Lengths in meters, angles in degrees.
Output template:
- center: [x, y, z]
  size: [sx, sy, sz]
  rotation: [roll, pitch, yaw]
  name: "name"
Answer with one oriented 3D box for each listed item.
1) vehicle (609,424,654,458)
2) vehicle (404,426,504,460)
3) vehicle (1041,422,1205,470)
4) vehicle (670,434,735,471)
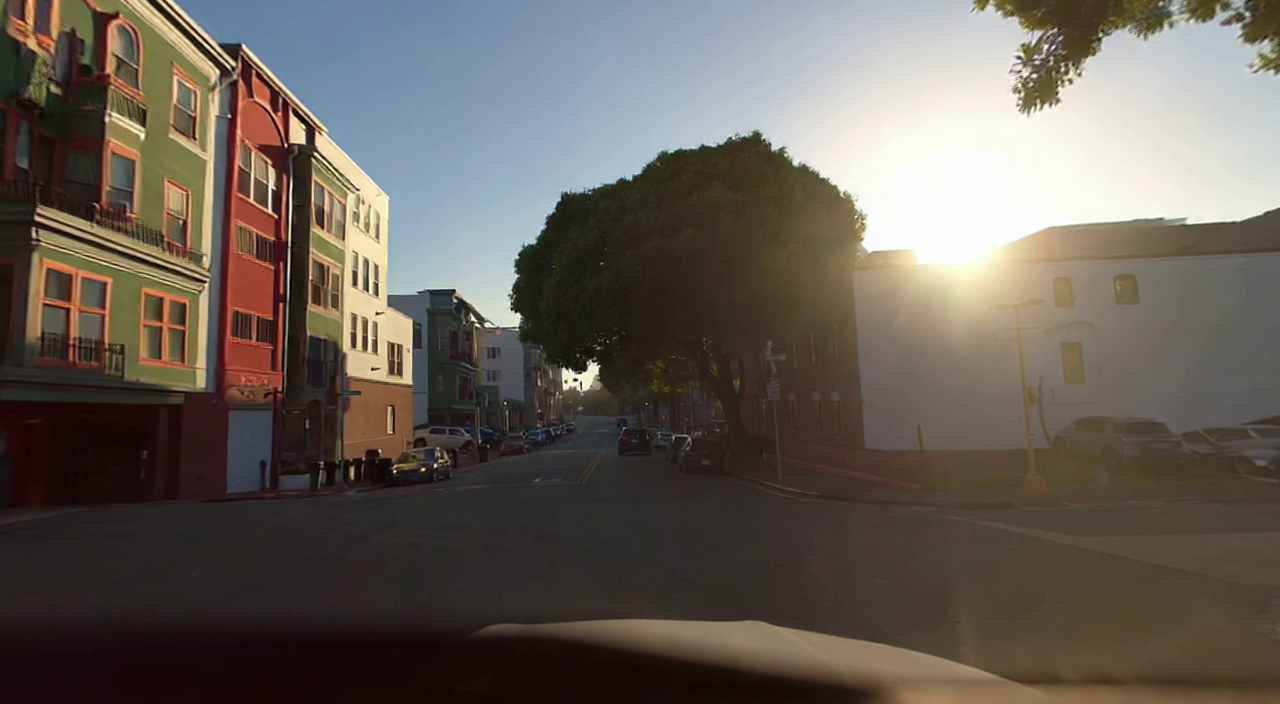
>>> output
- center: [-0.486, 5.159, 36.493]
  size: [2.412, 1.834, 4.636]
  rotation: [0, -8, 0]
  name: "vehicle"
- center: [-11.429, 5.594, 38.878]
  size: [5.540, 1.950, 2.113]
  rotation: [4, -12, -28]
  name: "vehicle"
- center: [15.288, 3.011, 20.126]
  size: [3.752, 1.453, 1.709]
  rotation: [0, -9, 2]
  name: "vehicle"
- center: [2.560, 4.300, 27.091]
  size: [2.290, 1.456, 4.503]
  rotation: [0, -9, -1]
  name: "vehicle"
